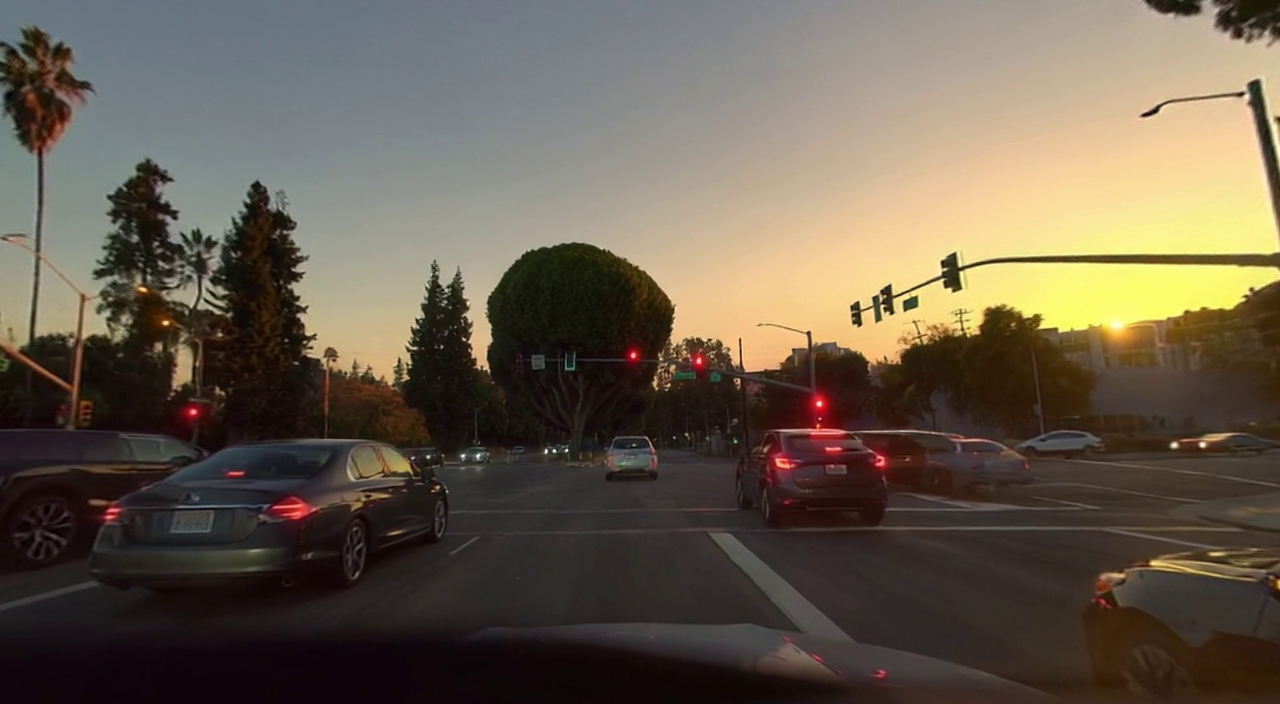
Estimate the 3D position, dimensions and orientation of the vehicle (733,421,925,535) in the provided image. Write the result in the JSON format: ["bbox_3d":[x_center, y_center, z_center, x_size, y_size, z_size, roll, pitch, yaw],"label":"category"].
[{"bbox_3d":[3.191,2.229,11.814,2.097,1.707,4.461,0,-8,-2],"label":"vehicle"}]

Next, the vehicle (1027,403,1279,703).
[{"bbox_3d":[3.168,0.790,1.318,1.960,1.460,4.233,0,-8,-1],"label":"vehicle"}]

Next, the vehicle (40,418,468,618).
[{"bbox_3d":[-3.527,1.582,7.019,1.941,1.492,4.399,0,-8,1],"label":"vehicle"}]

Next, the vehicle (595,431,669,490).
[{"bbox_3d":[-0.213,3.520,20.808,2.215,1.749,3.976,0,-8,1],"label":"vehicle"}]
